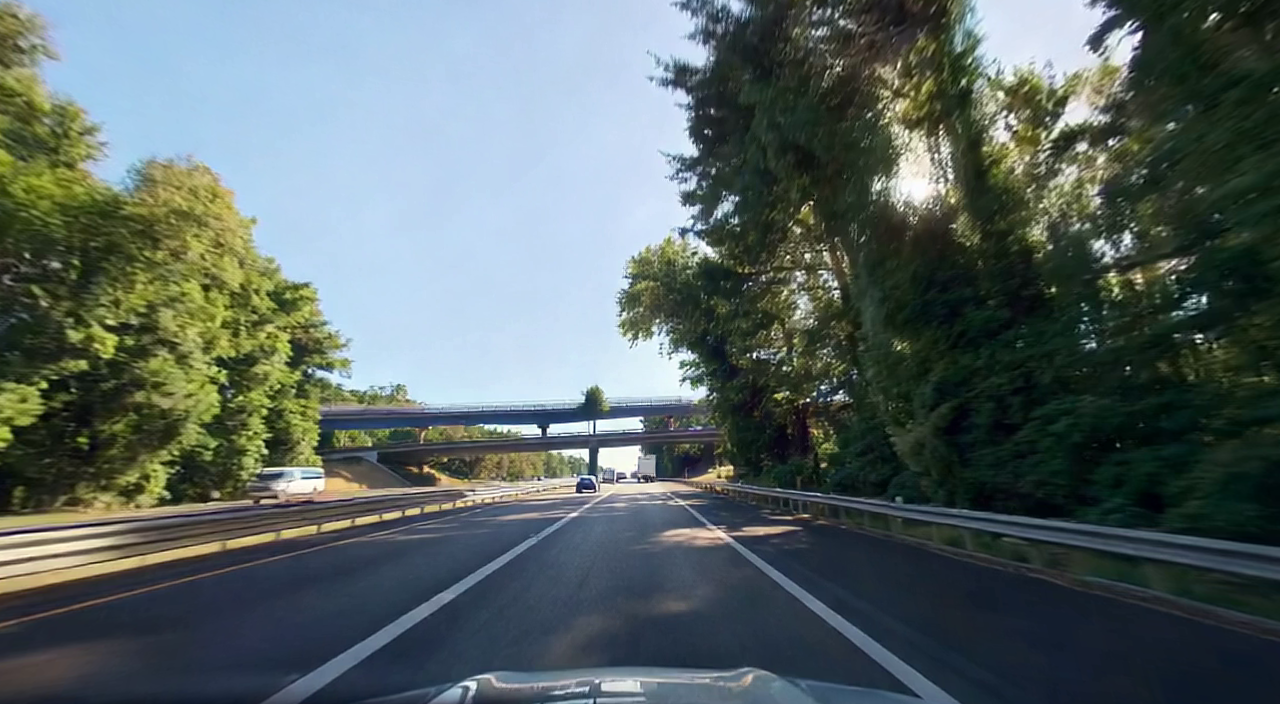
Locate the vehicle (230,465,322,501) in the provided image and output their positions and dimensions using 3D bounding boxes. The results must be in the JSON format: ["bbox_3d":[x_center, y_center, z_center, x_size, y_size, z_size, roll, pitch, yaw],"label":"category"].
[{"bbox_3d":[-20.311,7.325,35.495,2.022,1.820,5.060,1,-11,1],"label":"vehicle"}]

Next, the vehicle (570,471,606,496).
[{"bbox_3d":[-3.406,8.757,42.175,1.976,1.514,3.917,1,-11,1],"label":"vehicle"}]
